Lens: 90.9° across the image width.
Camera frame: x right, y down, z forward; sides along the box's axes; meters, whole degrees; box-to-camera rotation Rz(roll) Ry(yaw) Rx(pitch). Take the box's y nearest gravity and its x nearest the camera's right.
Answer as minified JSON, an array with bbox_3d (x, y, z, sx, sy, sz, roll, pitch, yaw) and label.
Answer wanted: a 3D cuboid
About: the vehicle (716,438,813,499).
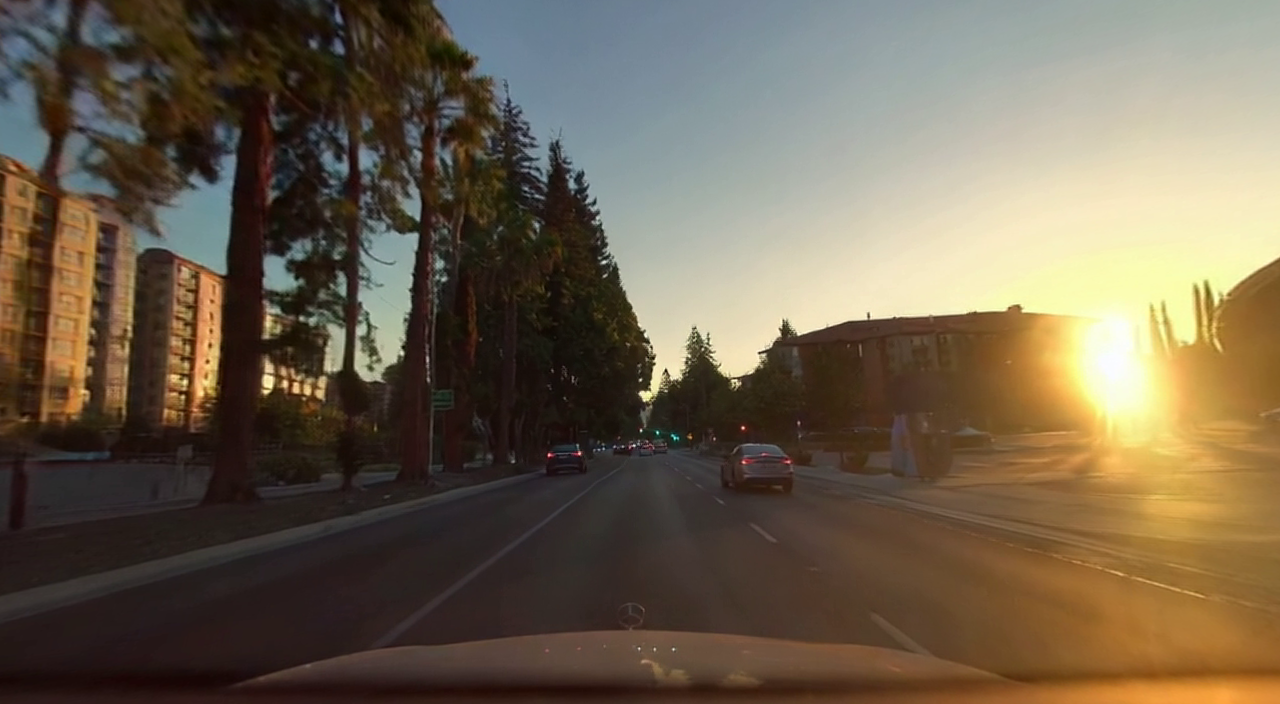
[{"bbox_3d":[3.449,3.309,18.325,1.945,1.530,4.320,0,-8,0],"label":"vehicle"}]

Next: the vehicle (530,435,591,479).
[{"bbox_3d":[-3.563,4.812,29.093,2.216,1.828,4.886,0,-8,-1],"label":"vehicle"}]
